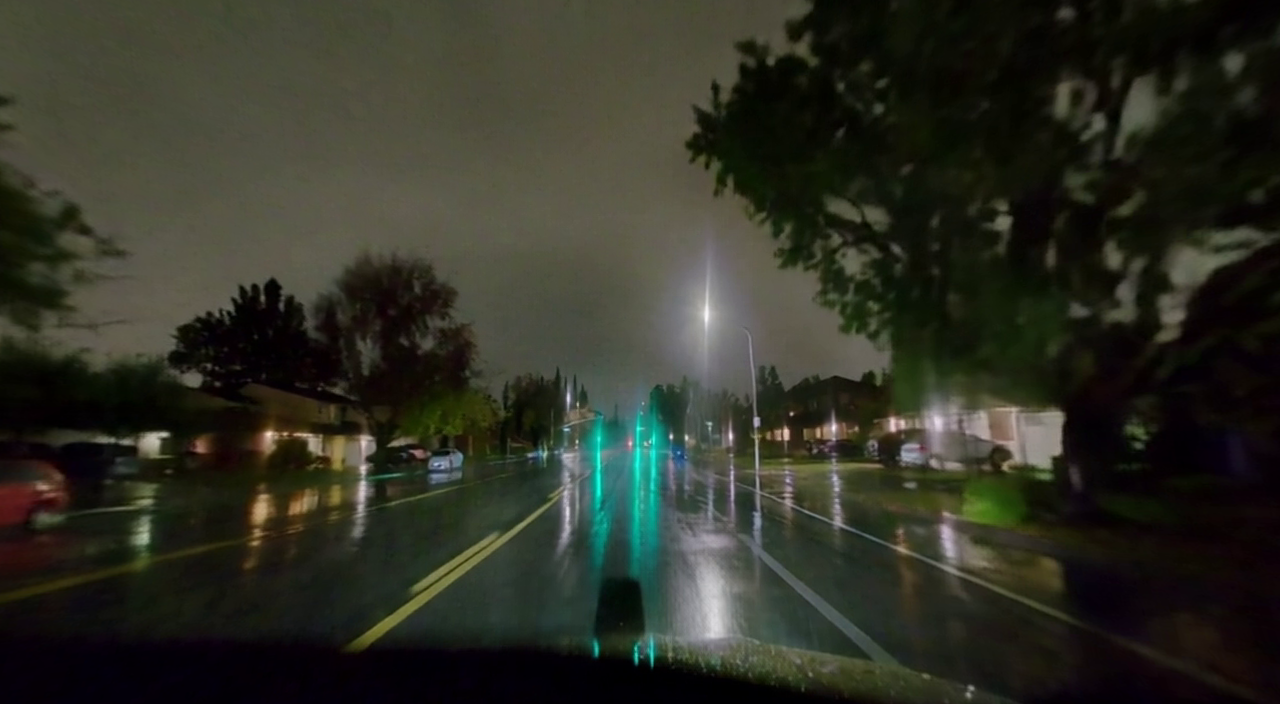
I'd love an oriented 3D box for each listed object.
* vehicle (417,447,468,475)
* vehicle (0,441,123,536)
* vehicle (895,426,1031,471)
[{"bbox_3d":[-12.826,7.069,41.252,1.936,1.504,4.456,-2,-7,-1],"label":"vehicle"},{"bbox_3d":[-12.642,2.546,11.880,2.110,1.709,4.426,0,-8,-1],"label":"vehicle"},{"bbox_3d":[13.602,4.094,26.817,4.629,1.770,1.959,0,-8,0],"label":"vehicle"}]
